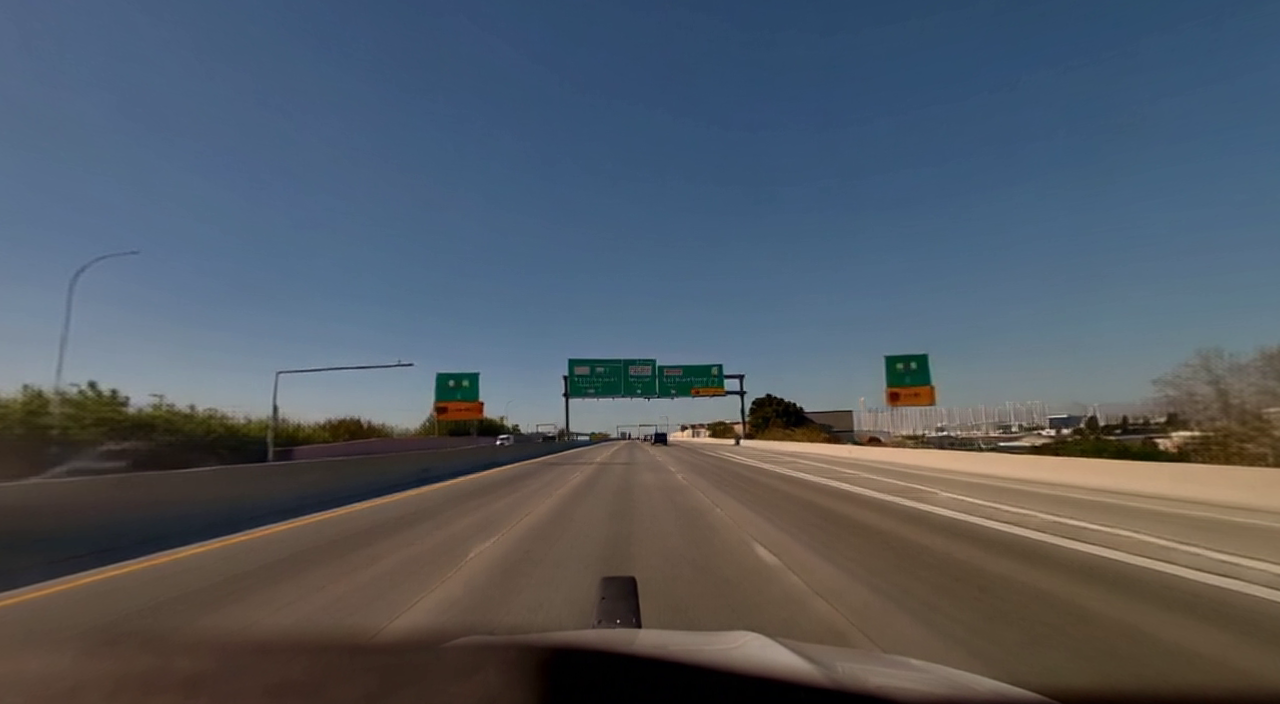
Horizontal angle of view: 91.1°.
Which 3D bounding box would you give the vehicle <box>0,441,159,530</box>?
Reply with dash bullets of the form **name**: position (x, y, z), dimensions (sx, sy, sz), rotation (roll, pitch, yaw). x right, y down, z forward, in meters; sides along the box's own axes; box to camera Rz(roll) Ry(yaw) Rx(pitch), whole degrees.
- **vehicle**: position (-11.954, 2.515, 12.299), dimensions (1.884, 1.503, 4.042), rotation (0, -8, -1)
